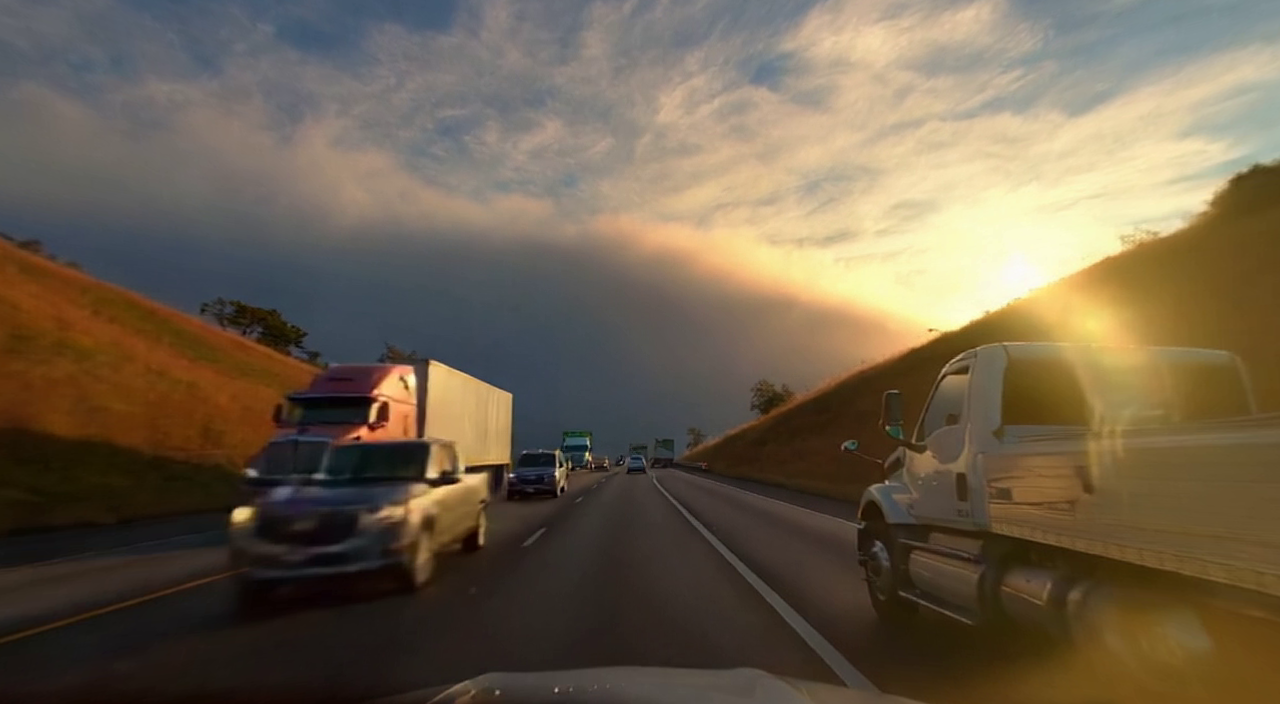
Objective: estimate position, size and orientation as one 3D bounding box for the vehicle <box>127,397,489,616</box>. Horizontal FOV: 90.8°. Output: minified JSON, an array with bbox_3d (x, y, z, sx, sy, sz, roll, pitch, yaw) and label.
[{"bbox_3d":[-3.357,1.655,7.589,2.088,1.860,4.164,0,-9,-1],"label":"vehicle"}]

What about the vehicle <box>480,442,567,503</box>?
[{"bbox_3d":[-3.788,4.011,21.426,2.088,1.800,4.543,0,-9,0],"label":"vehicle"}]

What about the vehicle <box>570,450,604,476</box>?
[{"bbox_3d":[-3.940,8.350,47.721,2.127,1.806,4.243,0,-9,0],"label":"vehicle"}]

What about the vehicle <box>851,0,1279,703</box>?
[{"bbox_3d":[3.084,-0.168,1.412,2.959,3.973,5.928,0,-9,-1],"label":"vehicle"}]
